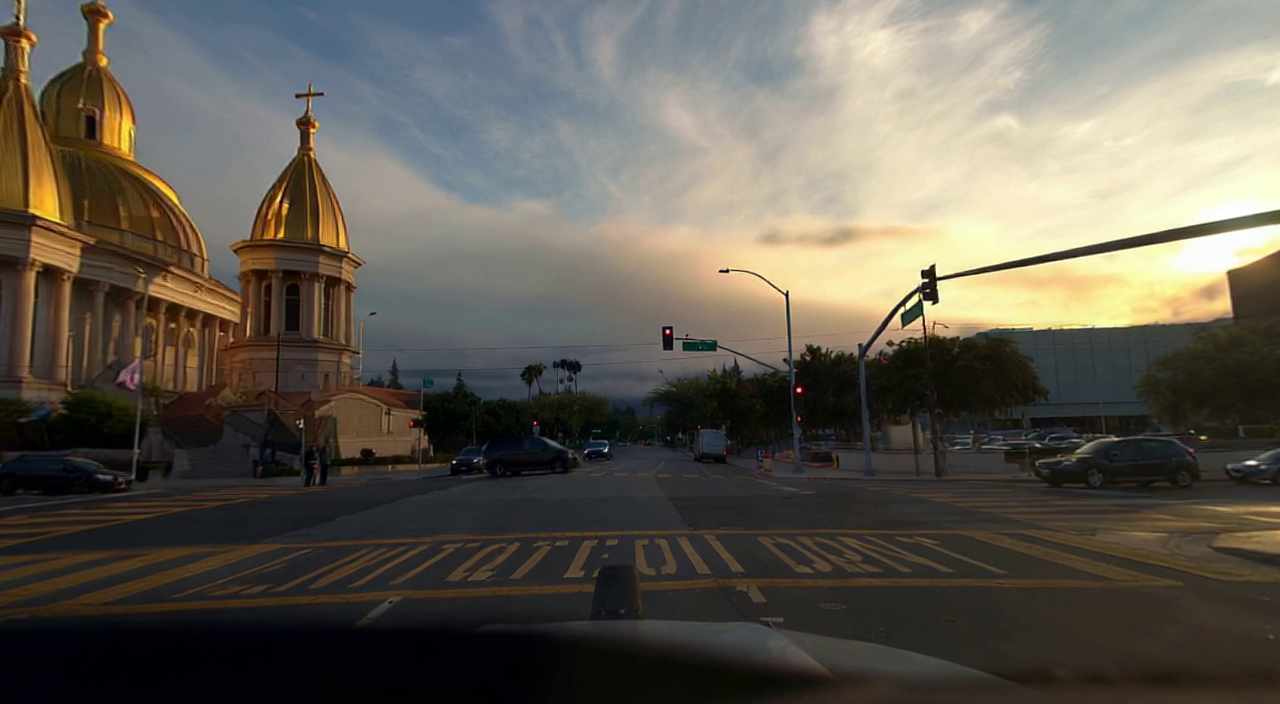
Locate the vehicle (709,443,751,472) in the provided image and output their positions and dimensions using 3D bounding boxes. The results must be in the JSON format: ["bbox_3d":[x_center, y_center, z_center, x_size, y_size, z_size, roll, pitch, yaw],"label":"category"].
[{"bbox_3d":[5.823,6.861,41.480,1.969,1.776,4.329,0,-8,-2],"label":"vehicle"}]

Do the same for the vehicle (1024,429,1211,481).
[{"bbox_3d":[19.877,4.307,26.561,5.852,2.057,2.361,0,-8,1],"label":"vehicle"}]

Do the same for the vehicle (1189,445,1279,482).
[{"bbox_3d":[26.380,4.682,26.679,4.561,1.475,1.850,0,-8,0],"label":"vehicle"}]

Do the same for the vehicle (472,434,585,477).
[{"bbox_3d":[-4.833,4.571,28.005,2.051,1.724,4.567,-8,-12,43],"label":"vehicle"}]

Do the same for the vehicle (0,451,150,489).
[{"bbox_3d":[-23.370,4.858,26.215,4.479,1.476,1.873,0,-8,1],"label":"vehicle"}]

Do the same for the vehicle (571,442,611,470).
[{"bbox_3d":[-3.165,6.801,41.485,2.223,1.692,4.688,0,-8,0],"label":"vehicle"}]
